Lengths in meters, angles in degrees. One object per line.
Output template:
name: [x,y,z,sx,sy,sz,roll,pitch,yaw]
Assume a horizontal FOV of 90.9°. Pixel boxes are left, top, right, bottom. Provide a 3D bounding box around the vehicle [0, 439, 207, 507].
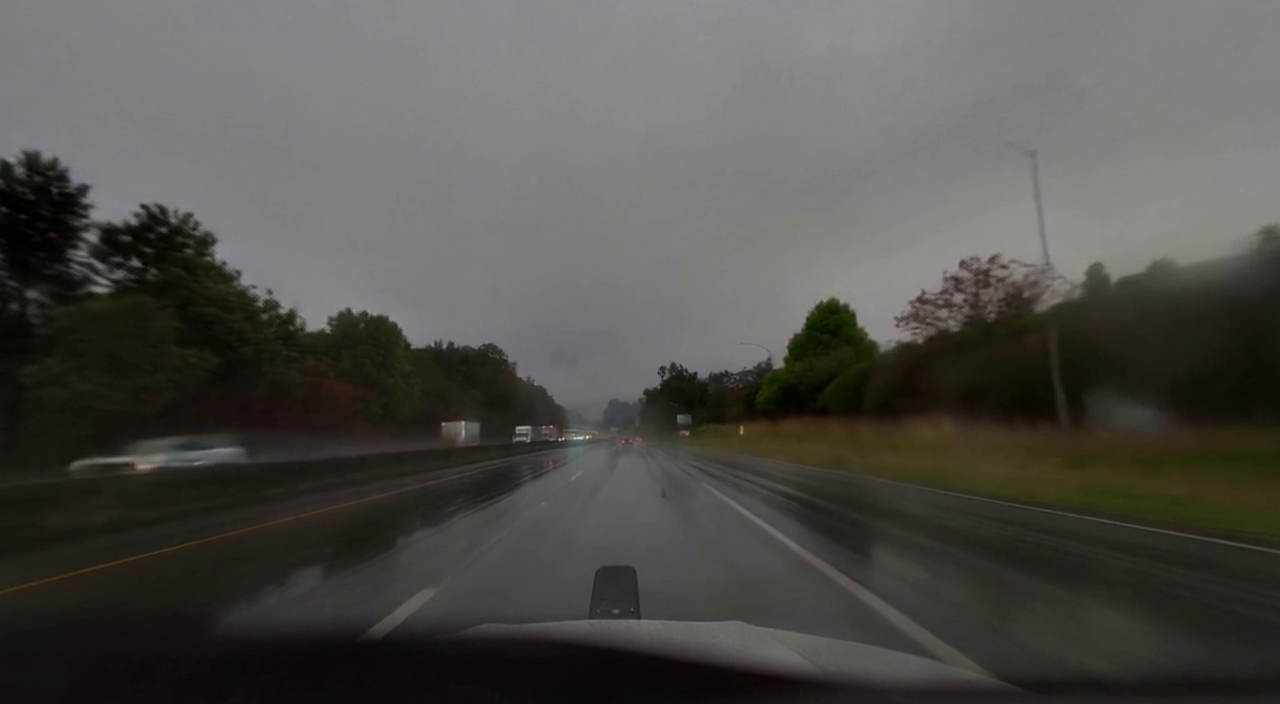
vehicle: [-13.191,2.920,15.796,1.811,1.453,4.079,0,-8,-1]
